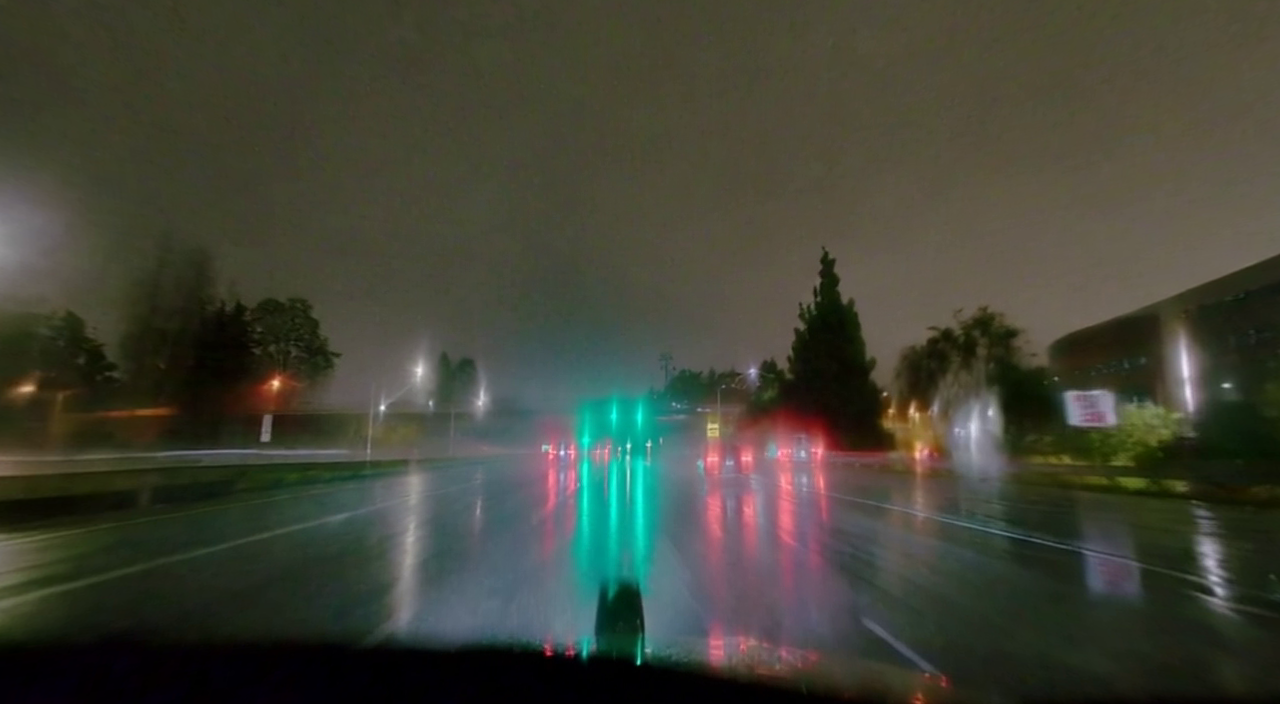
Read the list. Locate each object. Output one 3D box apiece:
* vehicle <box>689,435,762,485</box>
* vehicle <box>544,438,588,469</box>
[{"bbox_3d":[3.090,3.993,23.692,1.997,1.686,4.247,0,-8,-2],"label":"vehicle"},{"bbox_3d":[-4.544,6.300,39.384,2.176,1.779,4.755,0,-8,0],"label":"vehicle"}]
